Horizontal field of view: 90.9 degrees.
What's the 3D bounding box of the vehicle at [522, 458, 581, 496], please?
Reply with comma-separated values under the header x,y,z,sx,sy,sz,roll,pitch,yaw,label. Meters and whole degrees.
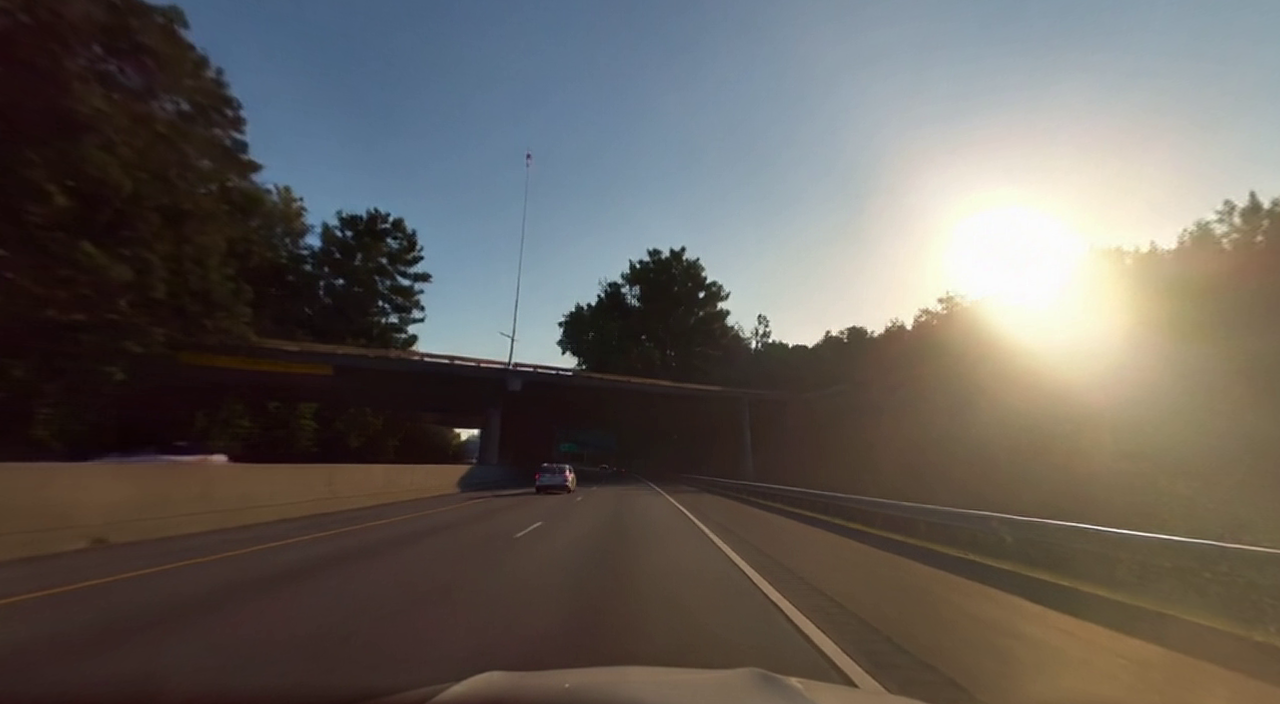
x,y,z,sx,sy,sz,roll,pitch,yaw,label
-4.399,6.322,32.034,2.286,1.757,5.057,1,-11,0,vehicle
